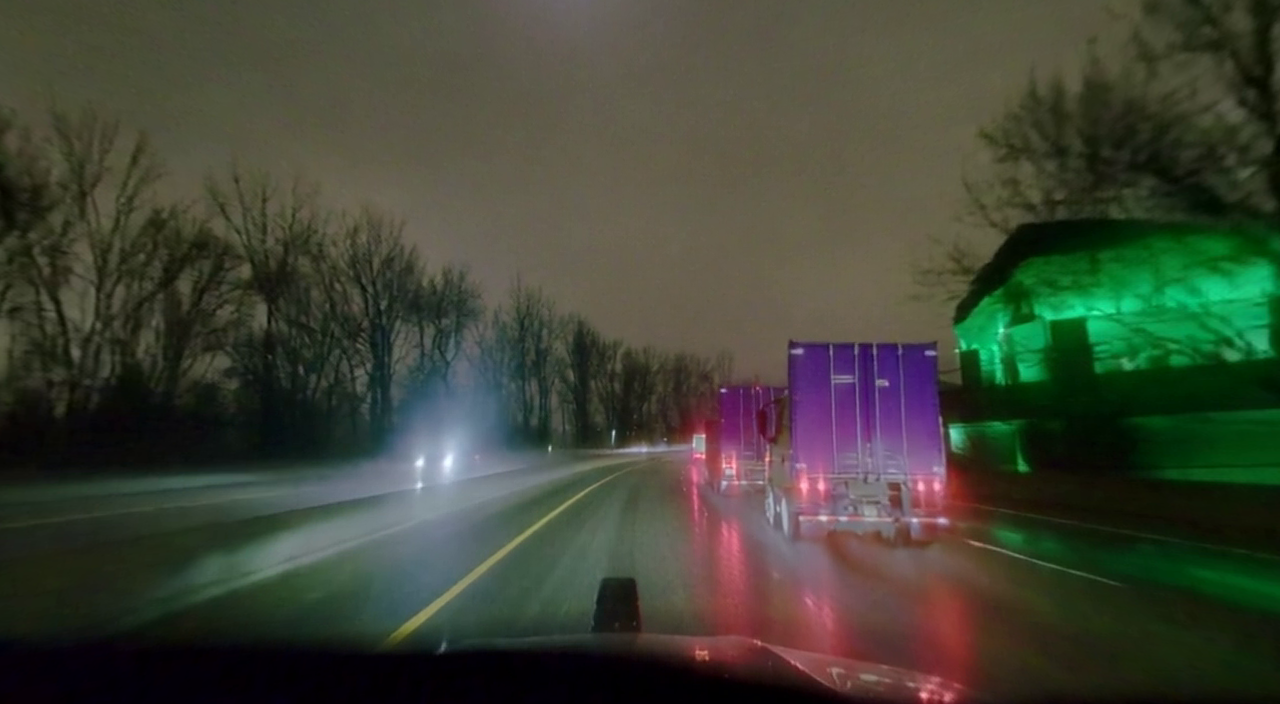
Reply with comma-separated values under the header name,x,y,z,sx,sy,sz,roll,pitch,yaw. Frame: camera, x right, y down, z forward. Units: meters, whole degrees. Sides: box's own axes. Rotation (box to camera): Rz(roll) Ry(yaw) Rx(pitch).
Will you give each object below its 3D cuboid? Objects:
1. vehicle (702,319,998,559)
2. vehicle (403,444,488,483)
name,x,y,z,sx,sy,sz,roll,pitch,yaw
vehicle,3.816,2.365,16.601,2.916,3.563,14.462,0,-9,0
vehicle,-8.265,4.775,27.157,1.962,1.539,4.572,-1,-9,4
